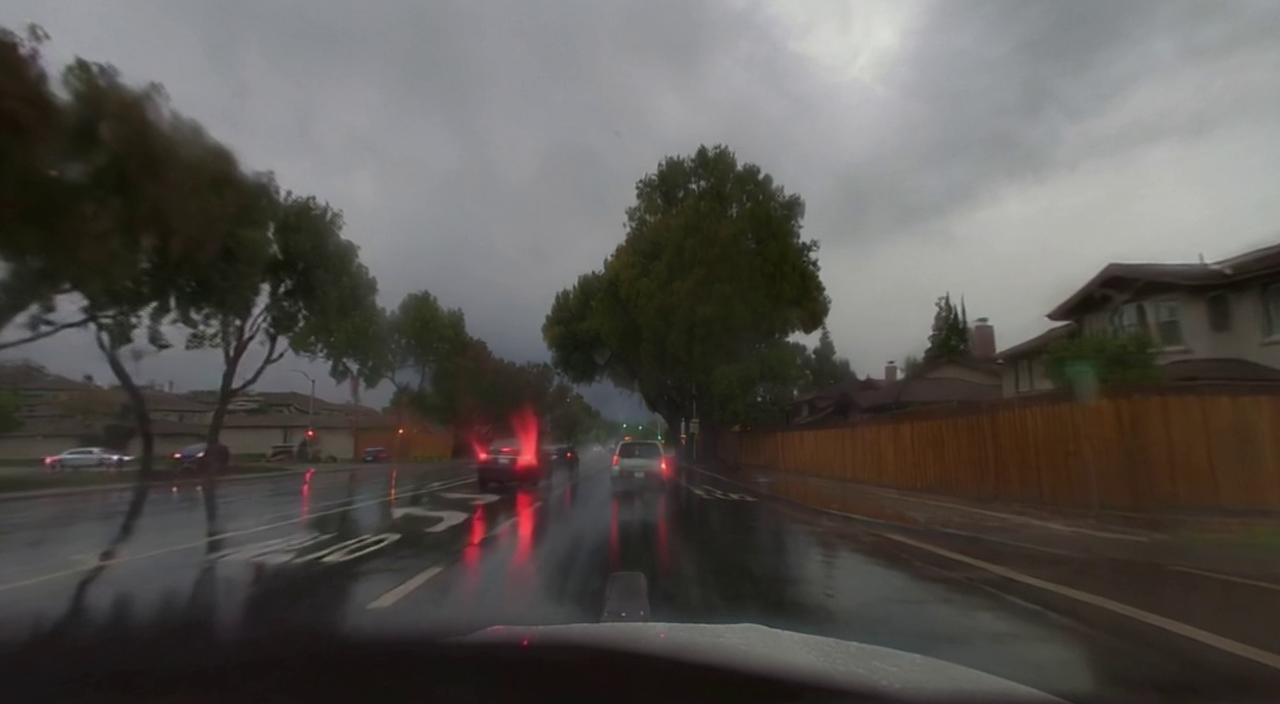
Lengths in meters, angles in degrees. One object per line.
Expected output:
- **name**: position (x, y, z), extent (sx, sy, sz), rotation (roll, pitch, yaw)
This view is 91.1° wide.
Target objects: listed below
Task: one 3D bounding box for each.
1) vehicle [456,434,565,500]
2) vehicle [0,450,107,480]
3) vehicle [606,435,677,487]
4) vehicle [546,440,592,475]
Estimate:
- **vehicle**: position (-3.674, 3.324, 18.906), extent (2.067, 1.546, 4.988), rotation (3, -7, 1)
- **vehicle**: position (-34.380, 6.542, 36.325), extent (4.724, 1.597, 2.191), rotation (2, -8, -11)
- **vehicle**: position (0.022, 3.801, 22.237), extent (2.290, 1.653, 4.127), rotation (1, -8, -1)
- **vehicle**: position (-3.382, 5.005, 30.055), extent (1.986, 1.561, 3.805), rotation (1, -8, -6)
